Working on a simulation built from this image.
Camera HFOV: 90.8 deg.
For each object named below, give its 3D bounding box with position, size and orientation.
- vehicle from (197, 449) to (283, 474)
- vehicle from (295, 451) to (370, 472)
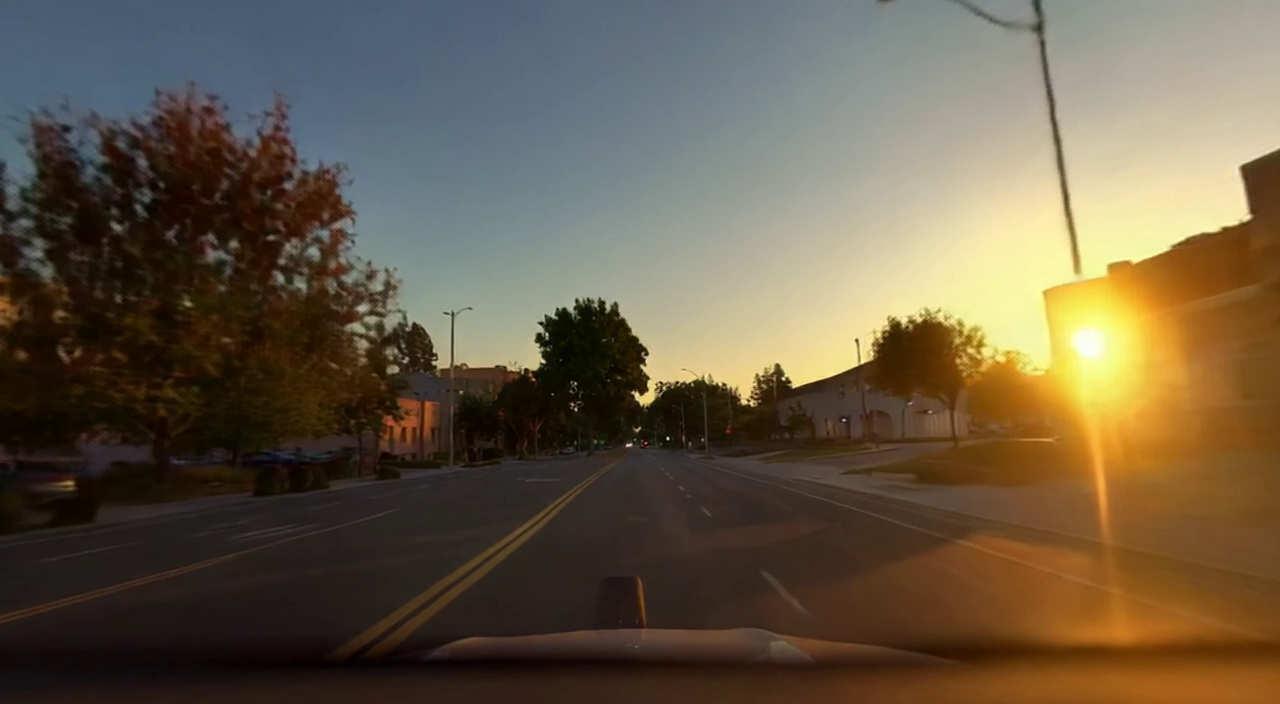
[{"bbox_3d":[-28.301,7.742,44.783,4.626,1.753,2.054,0,-9,0],"label":"vehicle"},{"bbox_3d":[-23.211,8.261,47.802,4.686,1.495,1.879,0,-9,1],"label":"vehicle"}]
